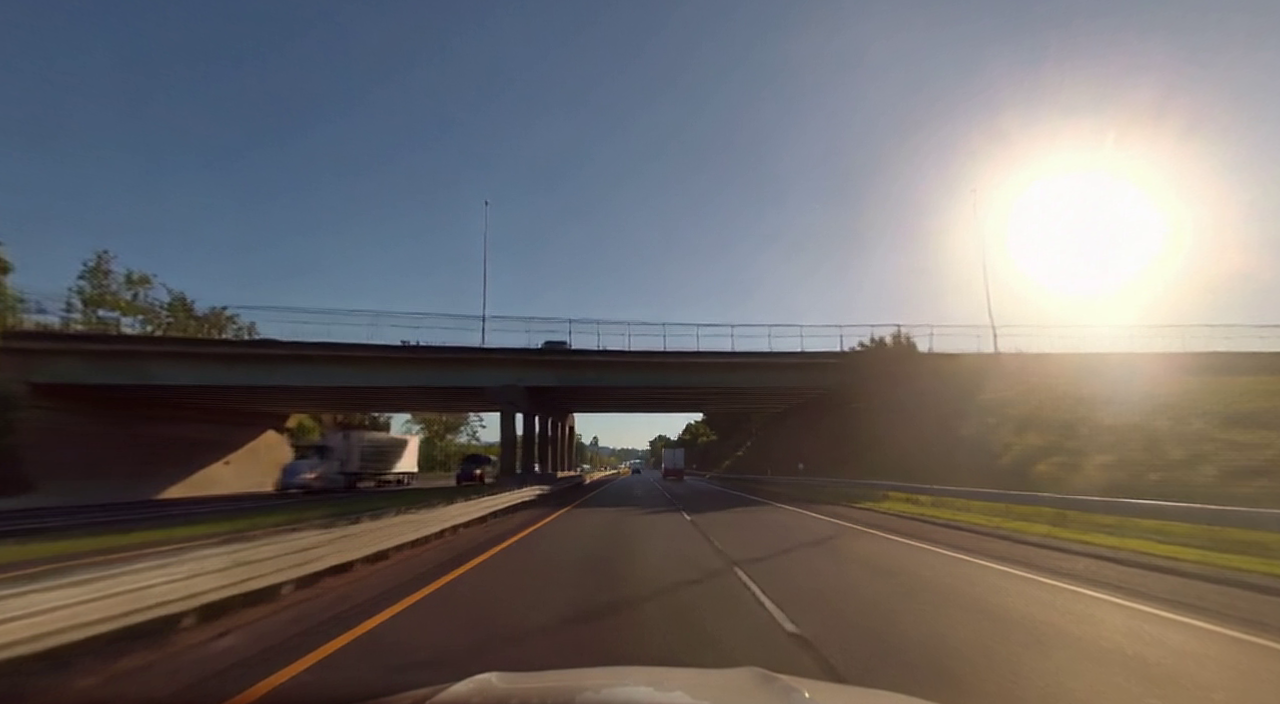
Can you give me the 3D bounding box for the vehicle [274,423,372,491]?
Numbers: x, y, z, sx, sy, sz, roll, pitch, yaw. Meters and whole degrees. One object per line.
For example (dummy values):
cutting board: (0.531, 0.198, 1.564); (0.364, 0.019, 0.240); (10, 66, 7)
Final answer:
vehicle: (-20.021, 6.760, 40.286); (2.955, 3.964, 5.878); (1, -11, 0)
